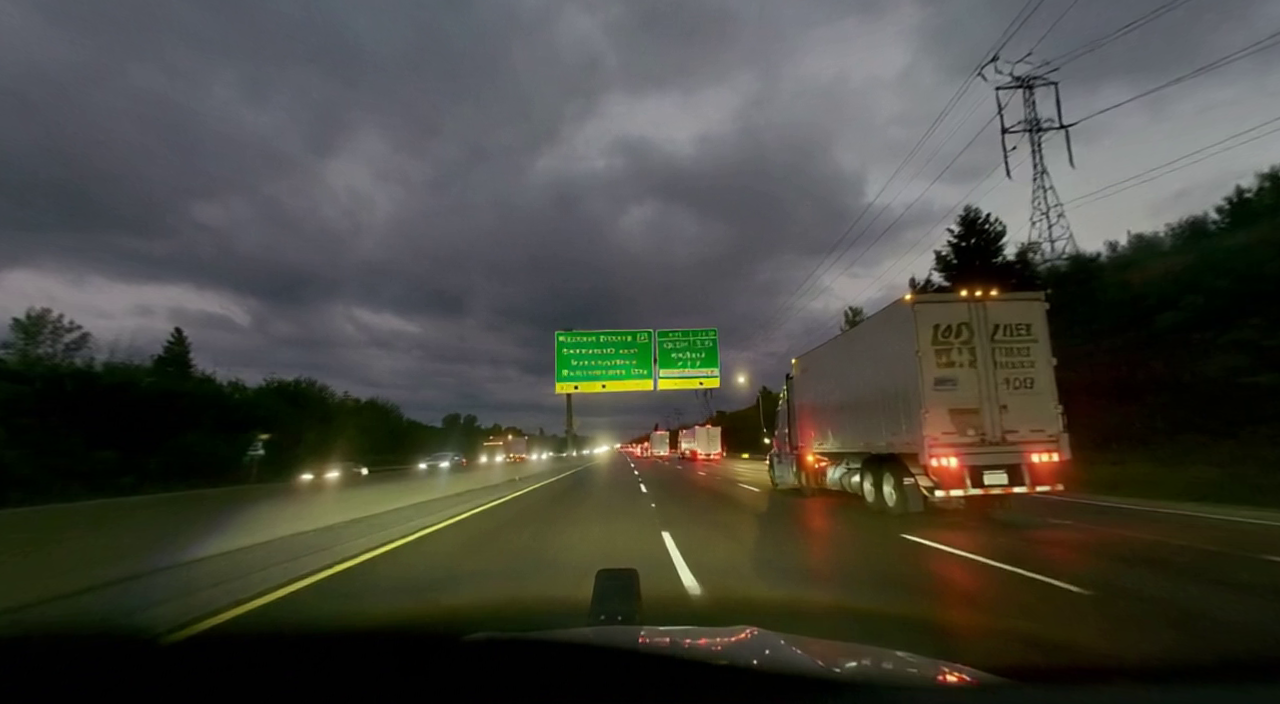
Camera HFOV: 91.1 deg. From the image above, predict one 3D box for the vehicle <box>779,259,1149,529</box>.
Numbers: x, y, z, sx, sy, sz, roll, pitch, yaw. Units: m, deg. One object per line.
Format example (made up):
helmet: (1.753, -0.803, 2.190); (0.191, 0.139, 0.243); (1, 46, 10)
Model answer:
vehicle: (5.789, 1.238, 13.851); (2.869, 4.048, 8.895); (0, -9, -3)

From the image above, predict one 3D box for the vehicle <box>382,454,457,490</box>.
vehicle: (-10.139, 5.531, 29.298); (1.961, 1.487, 4.539); (0, -9, -1)
